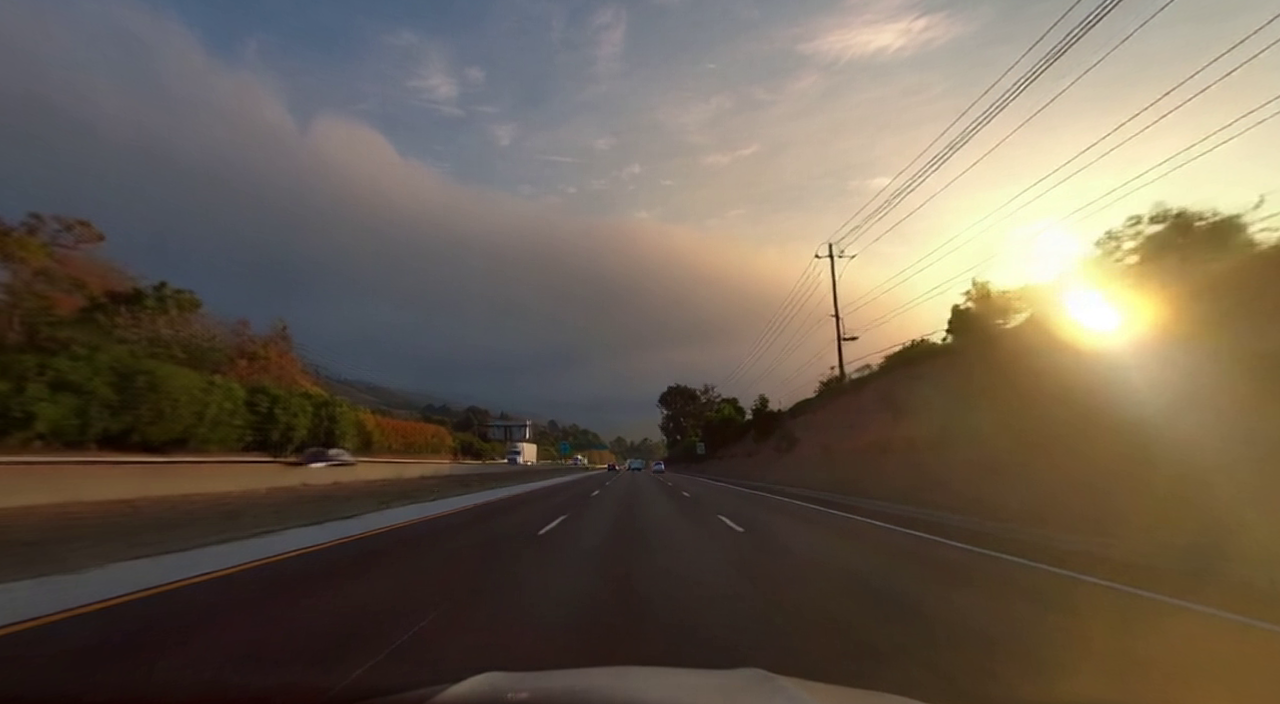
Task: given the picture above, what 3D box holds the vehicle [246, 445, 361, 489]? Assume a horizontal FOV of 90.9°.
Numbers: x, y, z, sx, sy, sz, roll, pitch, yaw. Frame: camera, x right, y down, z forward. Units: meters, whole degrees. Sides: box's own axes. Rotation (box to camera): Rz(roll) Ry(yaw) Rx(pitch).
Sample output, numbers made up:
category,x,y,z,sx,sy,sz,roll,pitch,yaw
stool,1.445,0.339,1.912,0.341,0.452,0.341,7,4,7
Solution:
category,x,y,z,sx,sy,sz,roll,pitch,yaw
vehicle,-12.672,4.391,24.108,1.971,1.490,4.431,1,-10,-1
